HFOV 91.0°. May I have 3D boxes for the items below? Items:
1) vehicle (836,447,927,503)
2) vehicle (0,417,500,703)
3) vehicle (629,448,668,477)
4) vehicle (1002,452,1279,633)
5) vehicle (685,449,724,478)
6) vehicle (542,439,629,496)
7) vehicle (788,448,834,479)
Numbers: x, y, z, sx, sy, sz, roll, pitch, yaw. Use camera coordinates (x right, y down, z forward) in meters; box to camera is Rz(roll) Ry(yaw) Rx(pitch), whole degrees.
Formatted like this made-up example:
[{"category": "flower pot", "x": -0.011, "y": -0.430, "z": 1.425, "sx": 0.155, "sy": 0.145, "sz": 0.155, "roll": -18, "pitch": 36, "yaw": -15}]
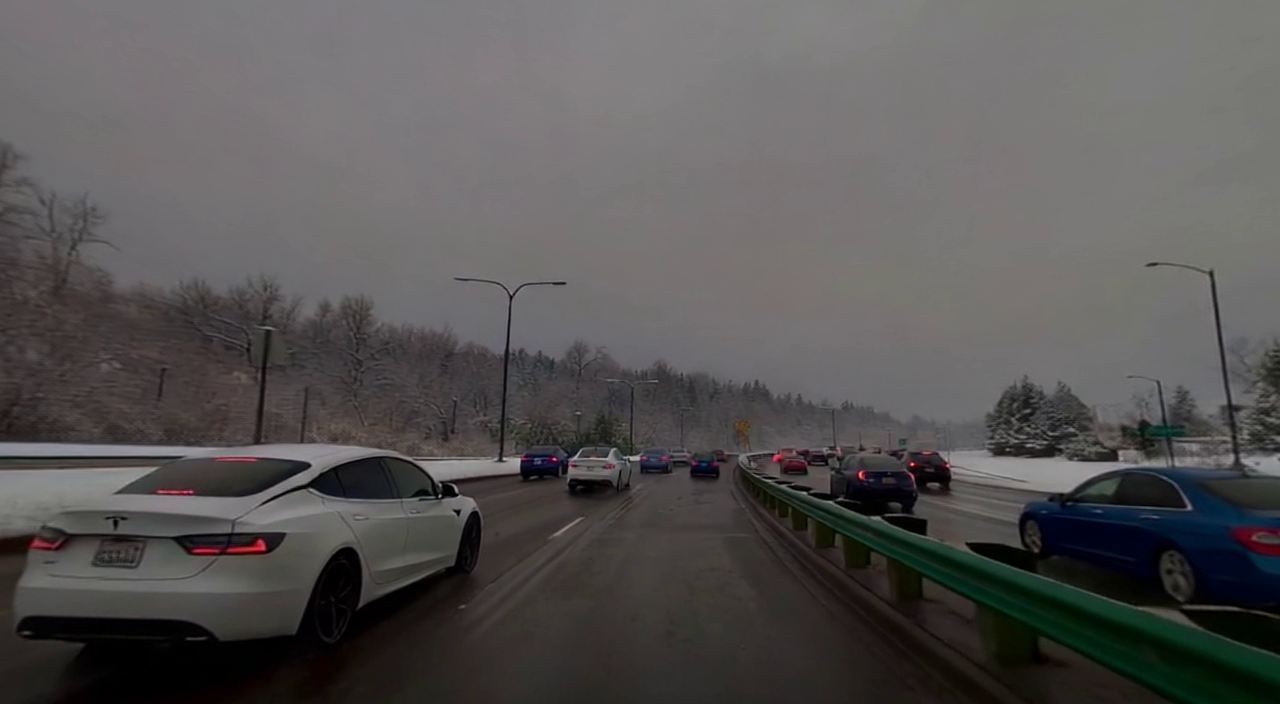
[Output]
[{"category": "vehicle", "x": 7.848, "y": 3.997, "z": 20.889, "sx": 1.768, "sy": 1.634, "sz": 4.064, "roll": 0, "pitch": -9, "yaw": 6}, {"category": "vehicle", "x": -2.847, "y": 1.448, "z": 5.647, "sx": 1.921, "sy": 1.503, "sz": 4.317, "roll": 0, "pitch": -9, "yaw": 4}, {"category": "vehicle", "x": 0.611, "y": 6.789, "z": 39.033, "sx": 1.930, "sy": 1.635, "sz": 4.260, "roll": -1, "pitch": -9, "yaw": 7}, {"category": "vehicle", "x": 6.548, "y": 1.976, "z": 7.480, "sx": 1.869, "sy": 1.516, "sz": 4.753, "roll": 0, "pitch": -9, "yaw": 3}, {"category": "vehicle", "x": 3.703, "y": 6.282, "z": 35.689, "sx": 2.015, "sy": 1.506, "sz": 4.276, "roll": -1, "pitch": -9, "yaw": 8}, {"category": "vehicle", "x": -1.673, "y": 3.804, "z": 21.091, "sx": 1.979, "sy": 1.663, "sz": 4.513, "roll": -1, "pitch": -9, "yaw": 7}, {"category": "vehicle", "x": 9.796, "y": 6.366, "z": 36.272, "sx": 1.890, "sy": 1.610, "sz": 4.045, "roll": 0, "pitch": -9, "yaw": 6}]
